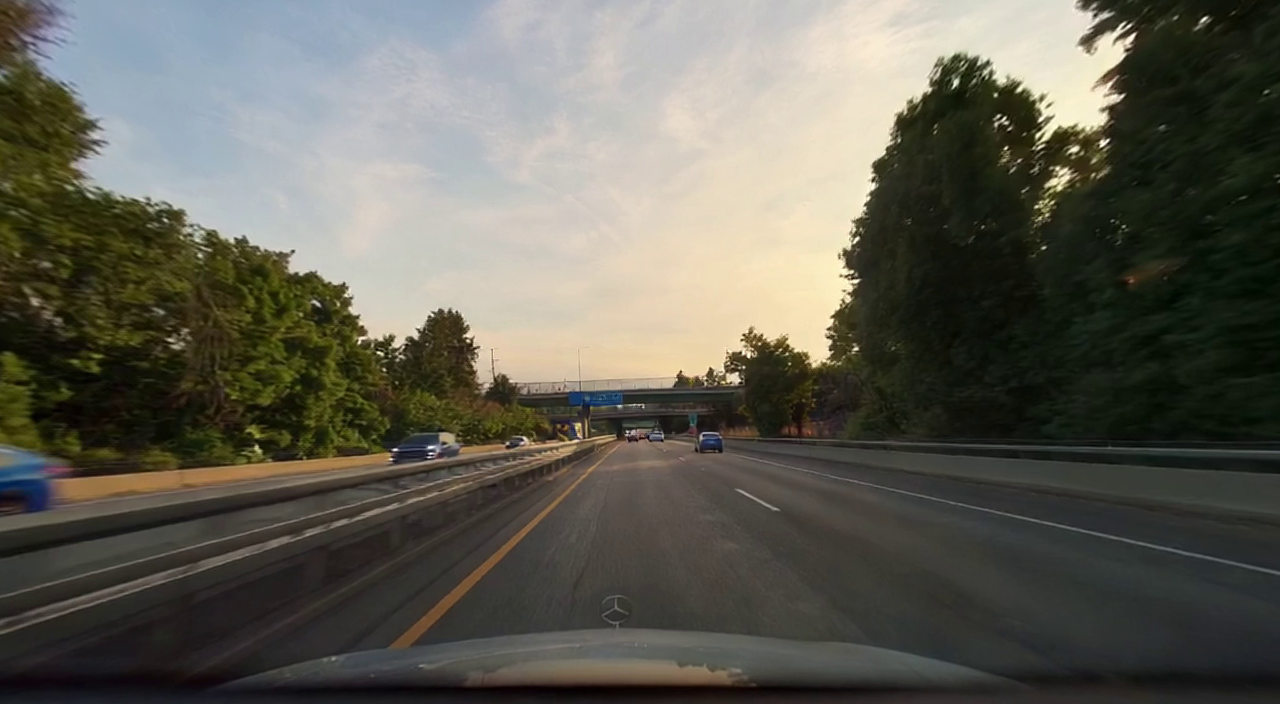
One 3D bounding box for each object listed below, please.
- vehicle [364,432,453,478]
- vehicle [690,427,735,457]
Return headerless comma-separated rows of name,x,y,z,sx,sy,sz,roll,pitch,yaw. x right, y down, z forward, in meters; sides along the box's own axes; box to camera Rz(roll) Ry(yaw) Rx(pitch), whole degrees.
vehicle,-8.924,3.983,24.709,1.978,1.652,4.157,0,-8,-1
vehicle,4.244,5.360,37.570,2.073,1.651,4.065,0,-8,-2
